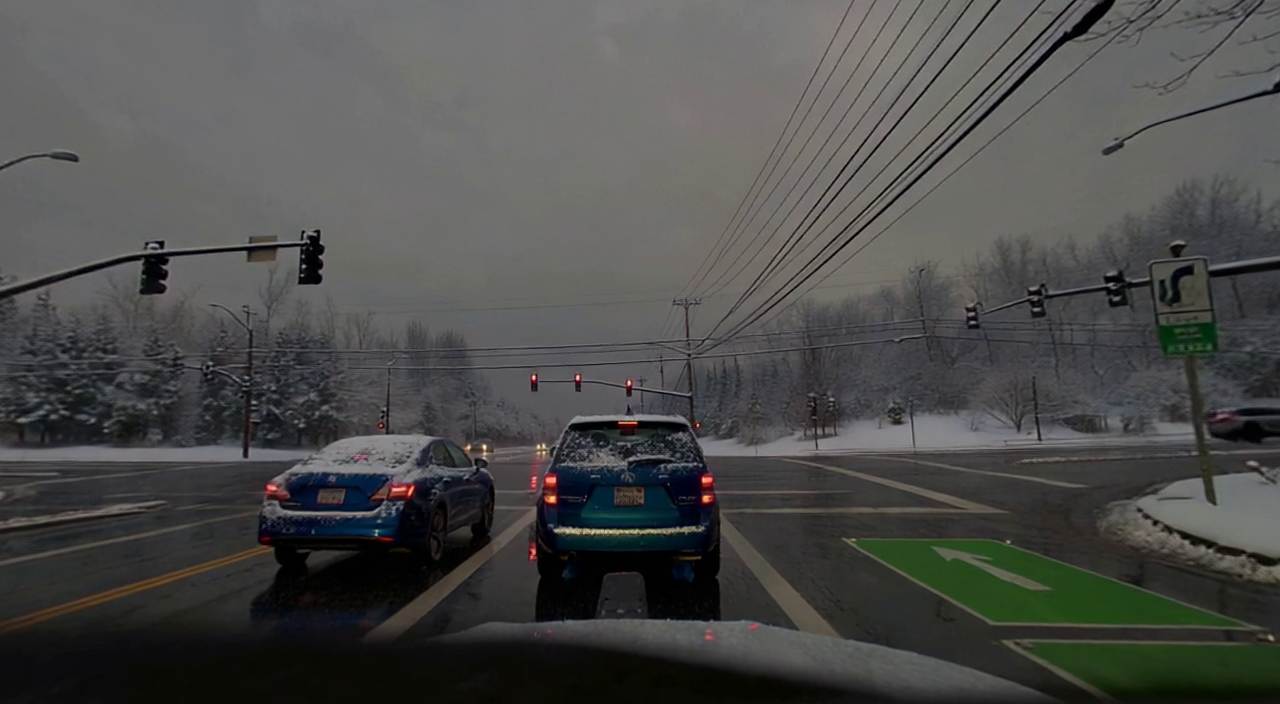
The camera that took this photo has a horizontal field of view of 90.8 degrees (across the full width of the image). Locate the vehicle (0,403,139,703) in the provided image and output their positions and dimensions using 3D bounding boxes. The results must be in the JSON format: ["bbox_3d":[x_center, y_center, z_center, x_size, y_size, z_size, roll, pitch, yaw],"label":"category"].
[{"bbox_3d":[-3.350,0.660,0.442,1.928,1.488,4.936,0,-8,0],"label":"vehicle"}]

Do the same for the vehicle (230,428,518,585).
[{"bbox_3d":[-2.933,1.766,8.002,1.969,1.486,3.702,0,-8,1],"label":"vehicle"}]

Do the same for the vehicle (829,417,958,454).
[{"bbox_3d":[13.836,4.603,34.823,6.143,1.944,2.229,-1,-8,5],"label":"vehicle"}]

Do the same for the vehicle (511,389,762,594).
[{"bbox_3d":[-0.062,1.512,7.598,2.182,1.773,4.041,0,-8,-1],"label":"vehicle"}]

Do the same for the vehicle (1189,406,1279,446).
[{"bbox_3d":[27.208,3.202,27.195,4.977,1.648,2.088,-1,-8,5],"label":"vehicle"}]
